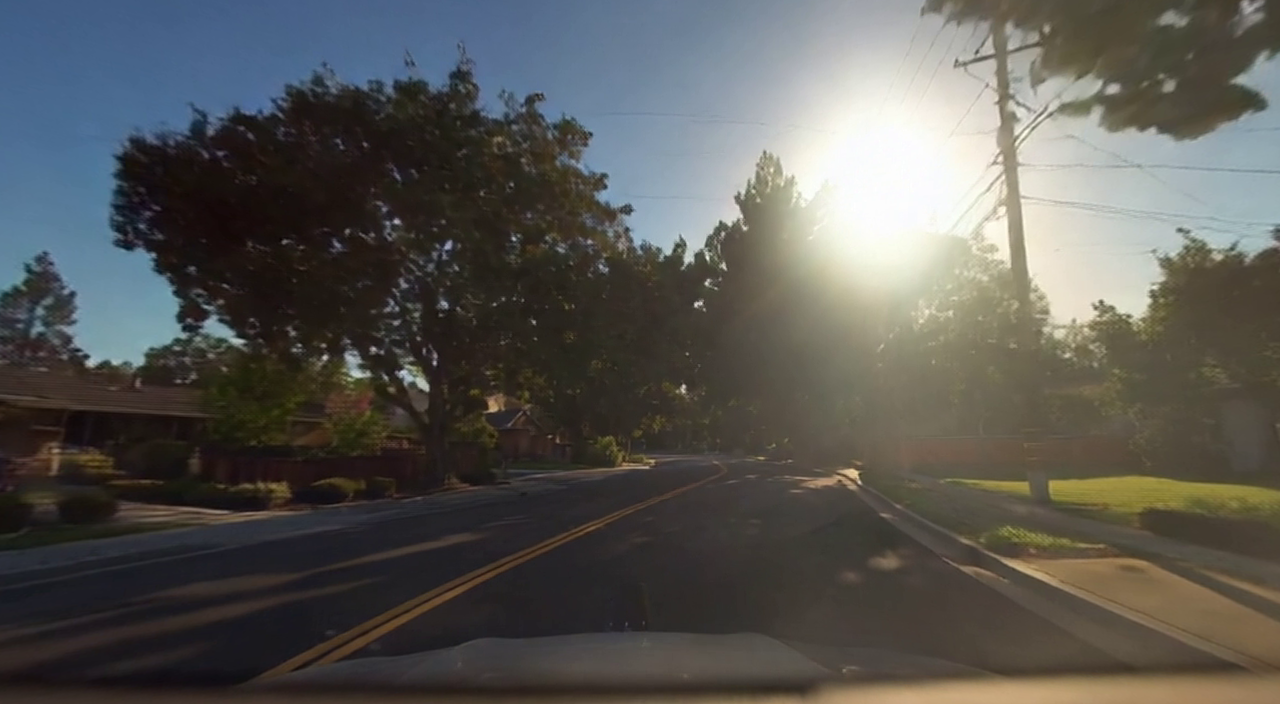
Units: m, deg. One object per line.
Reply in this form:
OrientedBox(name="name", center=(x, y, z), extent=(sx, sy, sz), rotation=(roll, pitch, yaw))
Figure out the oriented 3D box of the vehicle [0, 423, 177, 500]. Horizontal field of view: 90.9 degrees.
OrientedBox(name="vehicle", center=(-15.533, 2.878, 16.868), extent=(4.410, 1.710, 2.065), rotation=(5, -9, -6))
